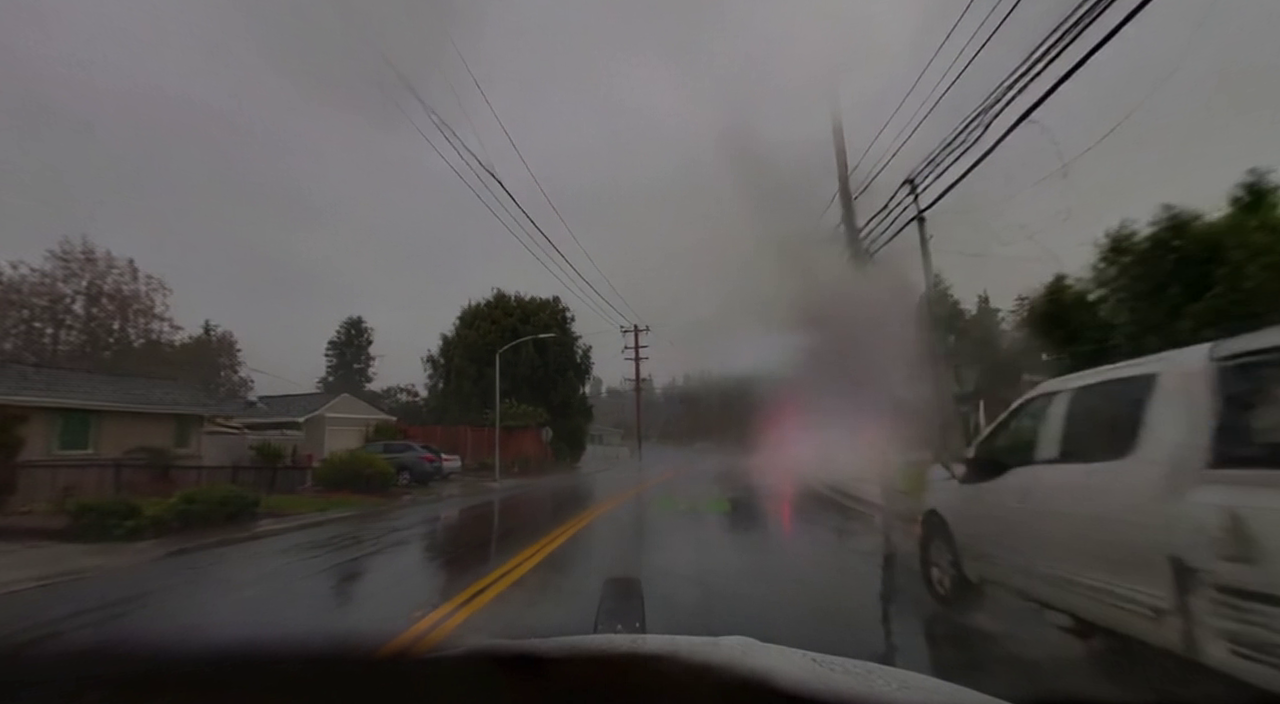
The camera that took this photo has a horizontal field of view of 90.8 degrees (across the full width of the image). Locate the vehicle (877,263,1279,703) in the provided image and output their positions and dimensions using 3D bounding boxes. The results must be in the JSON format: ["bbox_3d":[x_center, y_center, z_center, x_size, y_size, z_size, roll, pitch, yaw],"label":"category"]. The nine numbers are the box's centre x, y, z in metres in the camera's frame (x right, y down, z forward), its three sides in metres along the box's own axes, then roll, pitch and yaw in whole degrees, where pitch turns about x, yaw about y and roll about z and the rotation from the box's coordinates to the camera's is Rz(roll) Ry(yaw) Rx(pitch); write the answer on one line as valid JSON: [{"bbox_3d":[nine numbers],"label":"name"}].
[{"bbox_3d":[3.280,0.742,2.528,2.273,1.938,6.400,0,-9,1],"label":"vehicle"}]

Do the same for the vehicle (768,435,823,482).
[{"bbox_3d":[6.795,4.636,27.773,2.070,1.847,4.457,-2,-9,13],"label":"vehicle"}]

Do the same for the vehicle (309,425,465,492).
[{"bbox_3d":[-9.925,4.160,24.977,5.228,2.041,2.023,4,-8,9],"label":"vehicle"}]
